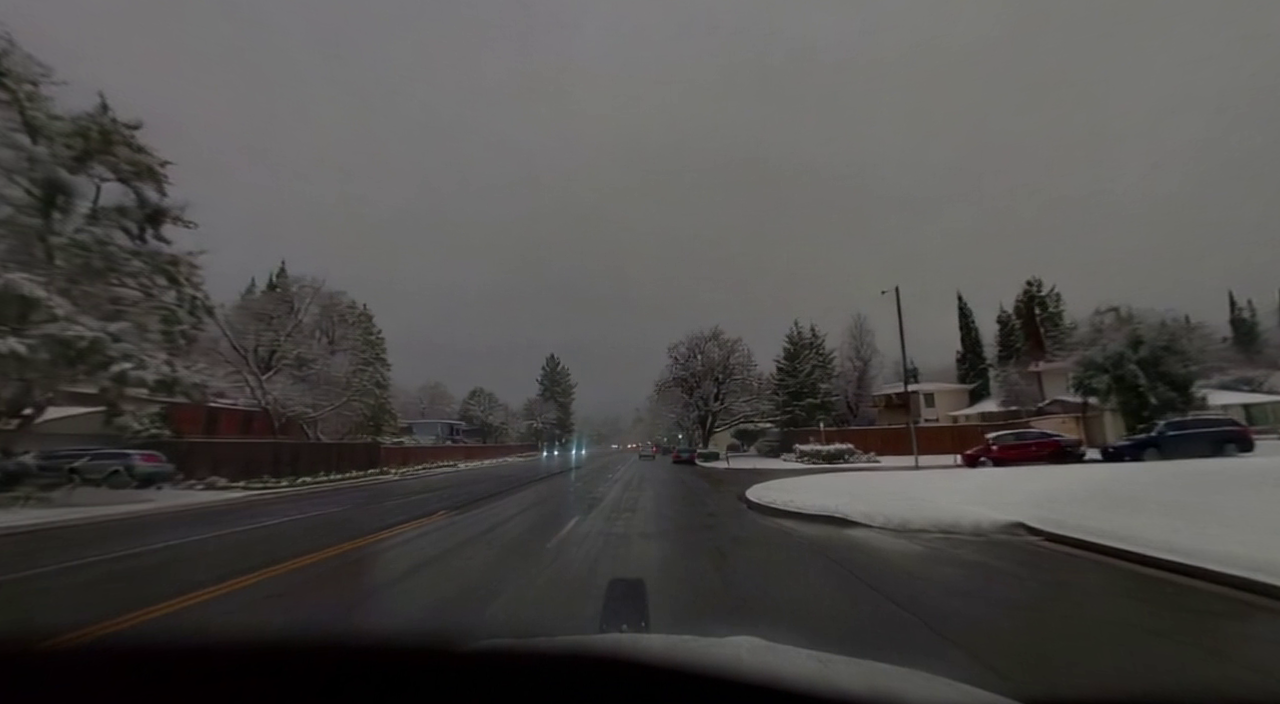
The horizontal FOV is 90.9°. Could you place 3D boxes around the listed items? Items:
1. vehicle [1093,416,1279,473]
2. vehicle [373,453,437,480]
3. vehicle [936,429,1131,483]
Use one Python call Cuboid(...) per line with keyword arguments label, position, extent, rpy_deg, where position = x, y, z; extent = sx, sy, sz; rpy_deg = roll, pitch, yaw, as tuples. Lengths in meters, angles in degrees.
Cuboid(label="vehicle", position=(18.843, 3.175, 21.641), extent=(4.821, 1.832, 2.196), rpy_deg=(0, -9, -1))
Cuboid(label="vehicle", position=(-14.190, 6.913, 38.202), extent=(2.557, 1.485, 2.907), rpy_deg=(-3, -8, 5))
Cuboid(label="vehicle", position=(13.313, 3.526, 21.619), extent=(5.177, 1.468, 2.090), rpy_deg=(-3, -6, 3))
